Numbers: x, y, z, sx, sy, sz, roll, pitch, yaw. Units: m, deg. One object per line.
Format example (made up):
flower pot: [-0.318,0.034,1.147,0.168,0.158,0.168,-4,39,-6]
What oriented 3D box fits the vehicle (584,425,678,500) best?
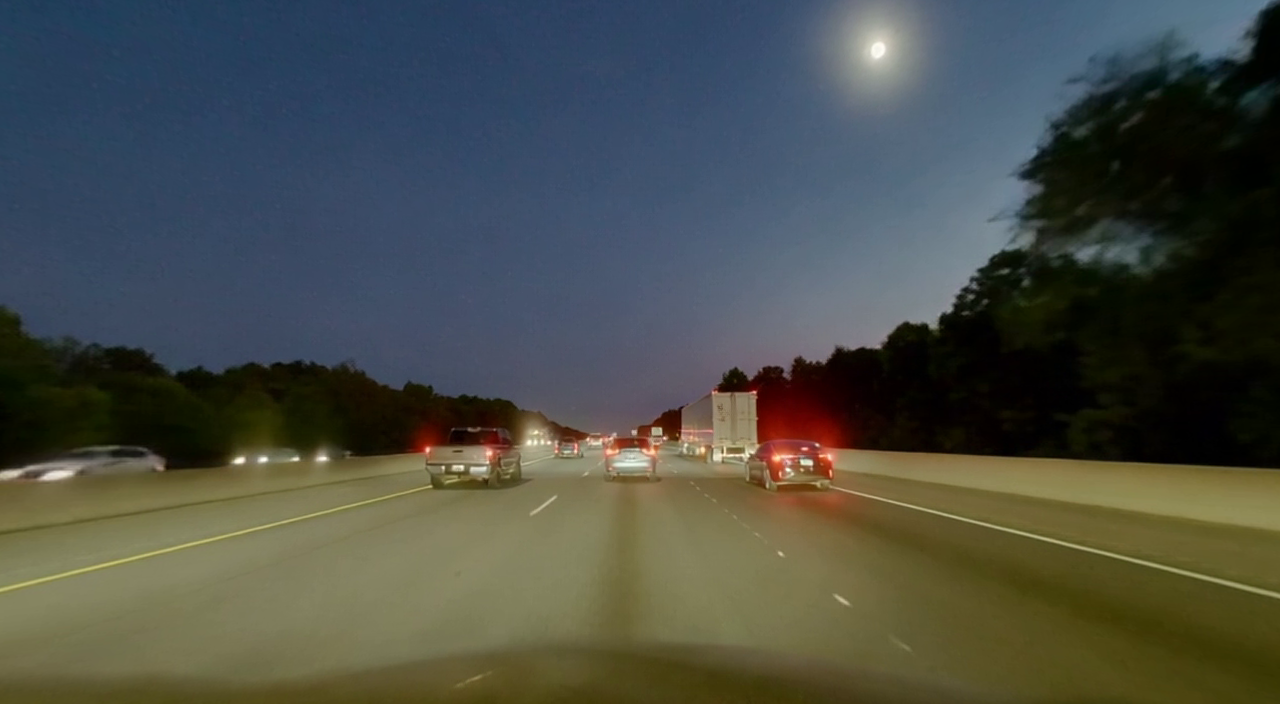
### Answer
vehicle: [-0.225,2.719,15.946,2.083,1.647,3.799,0,-8,-1]

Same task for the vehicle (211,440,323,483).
vehicle: [-13.129,3.836,22.462,1.767,1.376,3.667,0,-8,0]

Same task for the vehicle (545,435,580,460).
vehicle: [-5.450,6.769,44.859,1.971,1.648,3.983,0,-8,0]

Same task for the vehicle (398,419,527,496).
vehicle: [-4.540,2.785,17.026,2.101,1.767,4.702,0,-8,0]

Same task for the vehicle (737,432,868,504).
vehicle: [3.671,2.675,15.045,1.951,1.477,3.963,0,-8,-2]

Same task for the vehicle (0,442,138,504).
vehicle: [-17.035,3.384,18.123,1.813,1.519,4.115,0,-8,-2]

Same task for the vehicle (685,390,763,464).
vehicle: [5.189,5.154,42.294,2.888,4.135,14.071,0,-8,-2]
